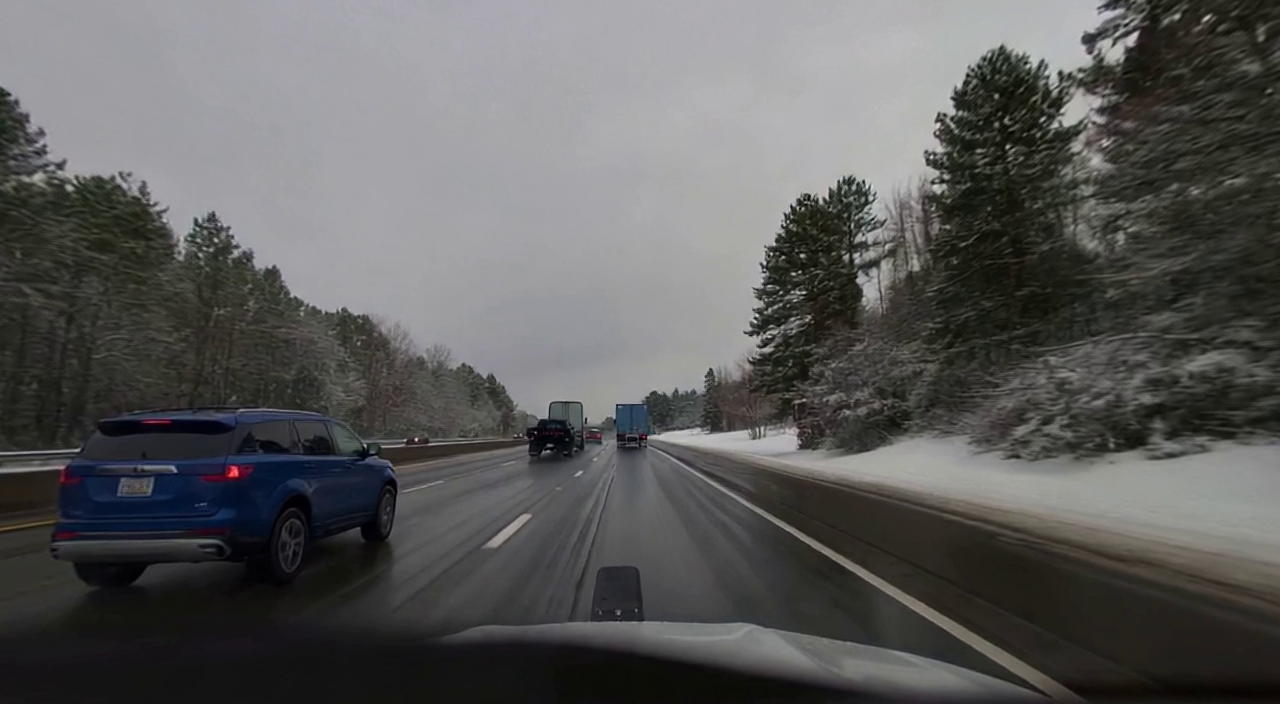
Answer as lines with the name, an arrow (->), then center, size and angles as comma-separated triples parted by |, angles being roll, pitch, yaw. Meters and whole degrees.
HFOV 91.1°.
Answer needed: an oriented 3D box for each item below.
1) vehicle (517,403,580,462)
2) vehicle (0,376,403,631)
vehicle -> -4.548, 4.157, 32.347 | 2.383, 2.726, 5.677 | 0, -8, 0
vehicle -> -4.354, 1.290, 6.434 | 2.089, 1.669, 4.515 | 0, -8, 0
